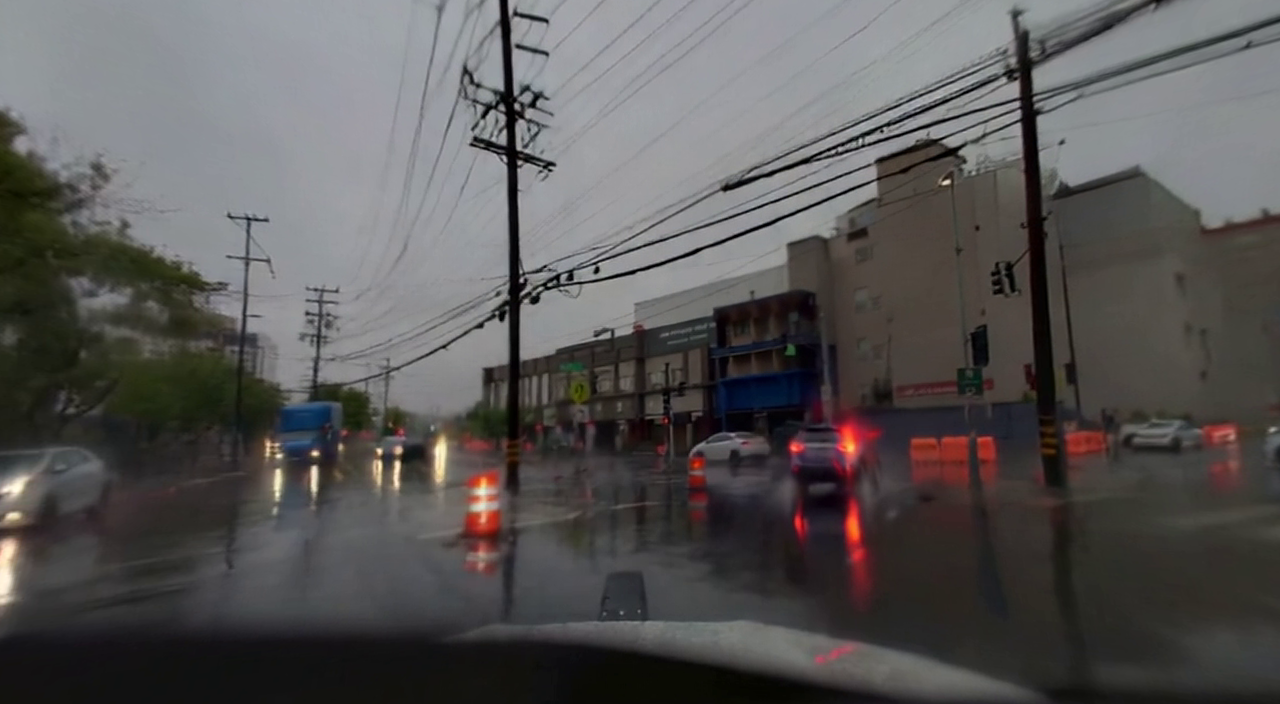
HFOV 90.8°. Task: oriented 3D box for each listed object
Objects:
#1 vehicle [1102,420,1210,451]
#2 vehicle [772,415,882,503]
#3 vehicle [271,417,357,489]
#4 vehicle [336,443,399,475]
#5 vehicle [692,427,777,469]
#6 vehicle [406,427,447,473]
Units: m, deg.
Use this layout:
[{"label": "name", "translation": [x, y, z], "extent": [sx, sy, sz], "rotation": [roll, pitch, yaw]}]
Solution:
[{"label": "vehicle", "translation": [29.520, 4.796, 36.237], "extent": [1.937, 1.688, 4.382], "rotation": [7, -10, -41]}, {"label": "vehicle", "translation": [4.982, 2.657, 16.295], "extent": [2.256, 1.859, 5.118], "rotation": [-3, -8, 20]}, {"label": "vehicle", "translation": [-13.381, 4.141, 26.179], "extent": [2.185, 2.644, 3.306], "rotation": [-2, -8, -9]}, {"label": "vehicle", "translation": [-16.183, 6.356, 37.790], "extent": [2.509, 1.731, 4.549], "rotation": [1, -8, -11]}, {"label": "vehicle", "translation": [4.628, 4.820, 31.991], "extent": [2.206, 1.911, 5.548], "rotation": [2, -8, -15]}, {"label": "vehicle", "translation": [-13.045, 5.958, 38.775], "extent": [1.959, 2.654, 4.078], "rotation": [2, -8, -14]}]
